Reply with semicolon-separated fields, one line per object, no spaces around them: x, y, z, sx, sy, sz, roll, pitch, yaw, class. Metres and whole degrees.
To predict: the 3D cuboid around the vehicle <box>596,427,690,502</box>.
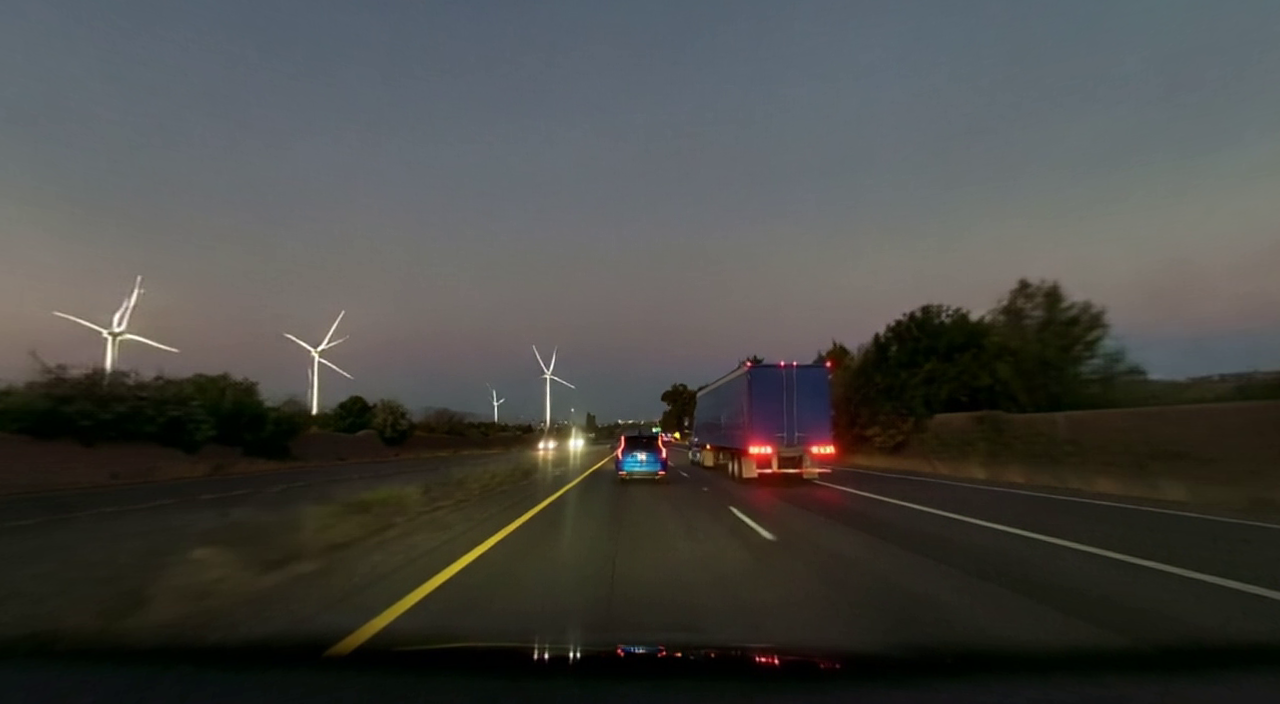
0.042;2.733;15.844;2.038;1.624;4.312;0;-8;-1;vehicle

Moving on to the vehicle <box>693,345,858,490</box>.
4.453;2.811;25.344;3.129;4.126;14.913;0;-8;-1;vehicle
